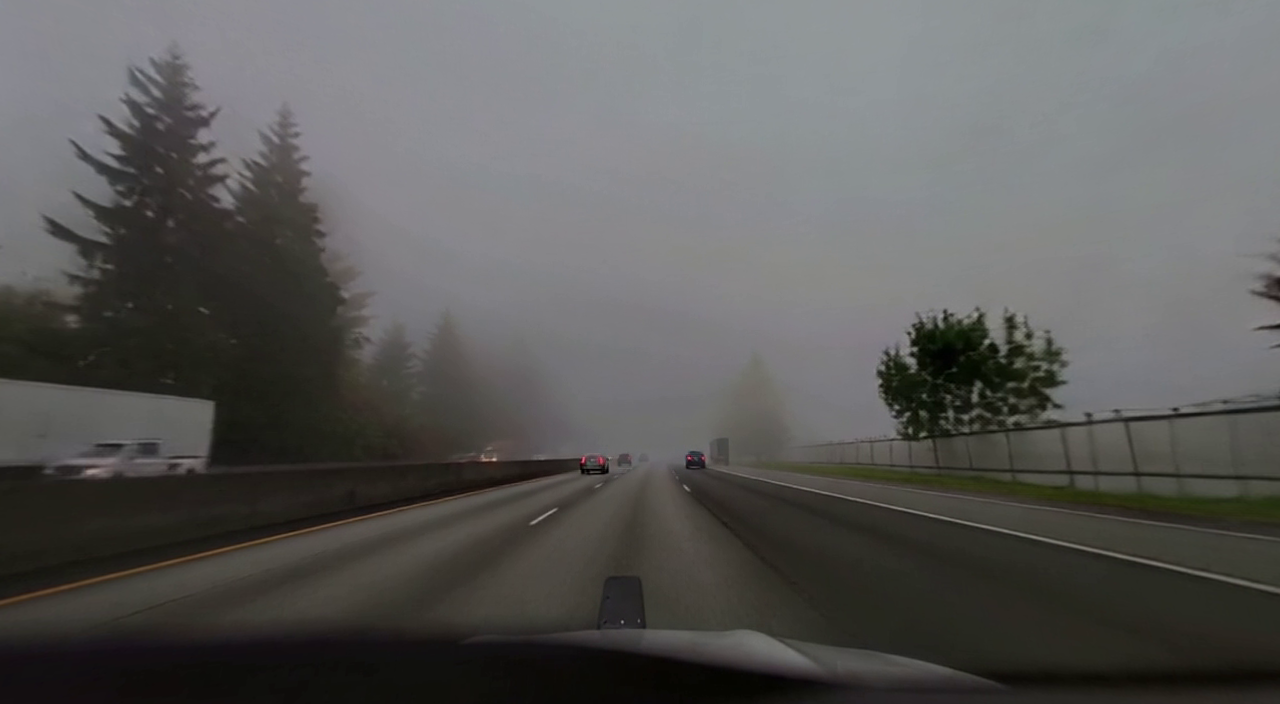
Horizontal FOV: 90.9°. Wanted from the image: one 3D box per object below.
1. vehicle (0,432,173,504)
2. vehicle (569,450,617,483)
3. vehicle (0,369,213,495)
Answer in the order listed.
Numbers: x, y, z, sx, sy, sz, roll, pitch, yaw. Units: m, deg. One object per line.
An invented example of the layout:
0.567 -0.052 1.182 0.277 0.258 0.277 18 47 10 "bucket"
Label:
-17.821 3.602 19.954 2.095 1.943 5.068 0 -9 1 "vehicle"
-2.260 5.642 31.405 2.035 1.513 4.272 0 -9 0 "vehicle"
-21.915 2.943 22.540 3.072 4.005 14.020 -1 -9 2 "vehicle"
